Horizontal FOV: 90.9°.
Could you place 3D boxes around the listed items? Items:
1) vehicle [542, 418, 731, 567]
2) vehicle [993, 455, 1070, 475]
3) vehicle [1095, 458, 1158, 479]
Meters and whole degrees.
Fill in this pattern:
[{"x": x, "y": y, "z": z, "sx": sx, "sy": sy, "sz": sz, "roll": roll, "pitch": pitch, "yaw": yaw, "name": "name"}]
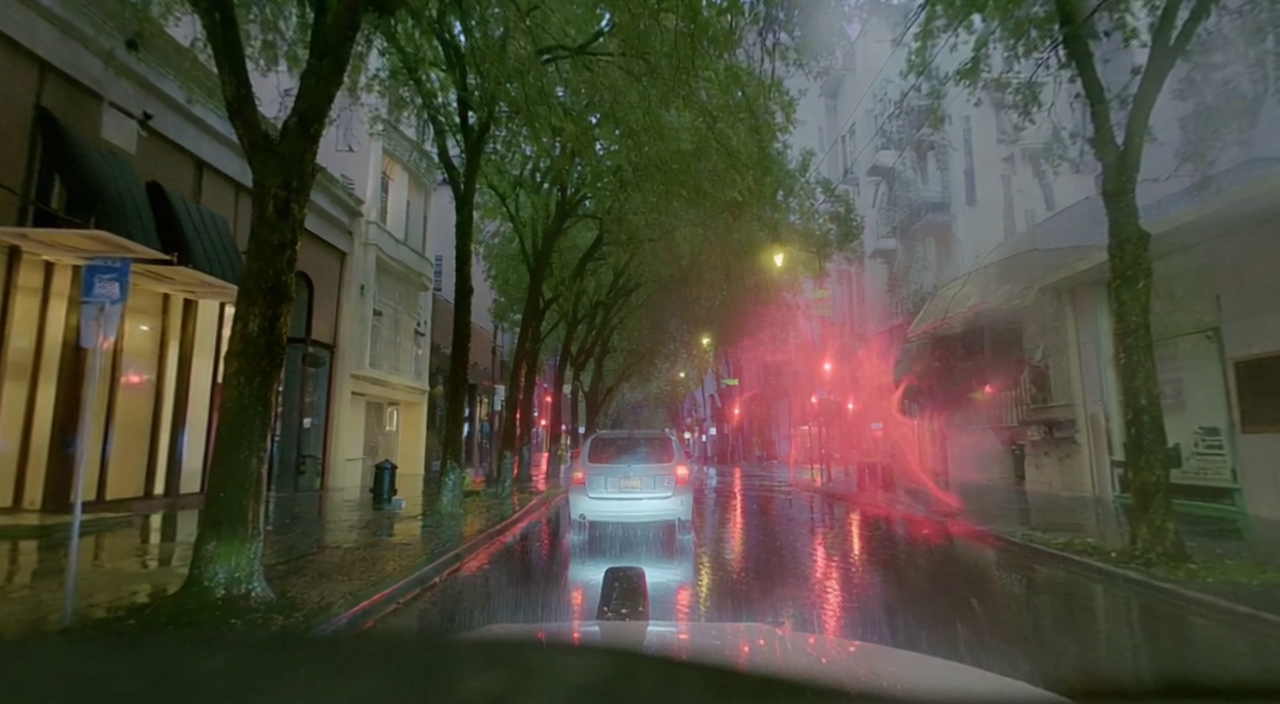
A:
[{"x": -0.082, "y": 1.844, "z": 8.976, "sx": 2.079, "sy": 1.621, "sz": 3.861, "roll": 0, "pitch": -8, "yaw": -1, "name": "vehicle"}, {"x": 29.747, "y": 8.571, "z": 47.920, "sx": 4.668, "sy": 1.441, "sz": 1.904, "roll": 1, "pitch": -9, "yaw": -6, "name": "vehicle"}, {"x": 36.856, "y": 8.819, "z": 47.805, "sx": 3.445, "sy": 1.363, "sz": 1.608, "roll": 2, "pitch": -8, "yaw": -1, "name": "vehicle"}]
